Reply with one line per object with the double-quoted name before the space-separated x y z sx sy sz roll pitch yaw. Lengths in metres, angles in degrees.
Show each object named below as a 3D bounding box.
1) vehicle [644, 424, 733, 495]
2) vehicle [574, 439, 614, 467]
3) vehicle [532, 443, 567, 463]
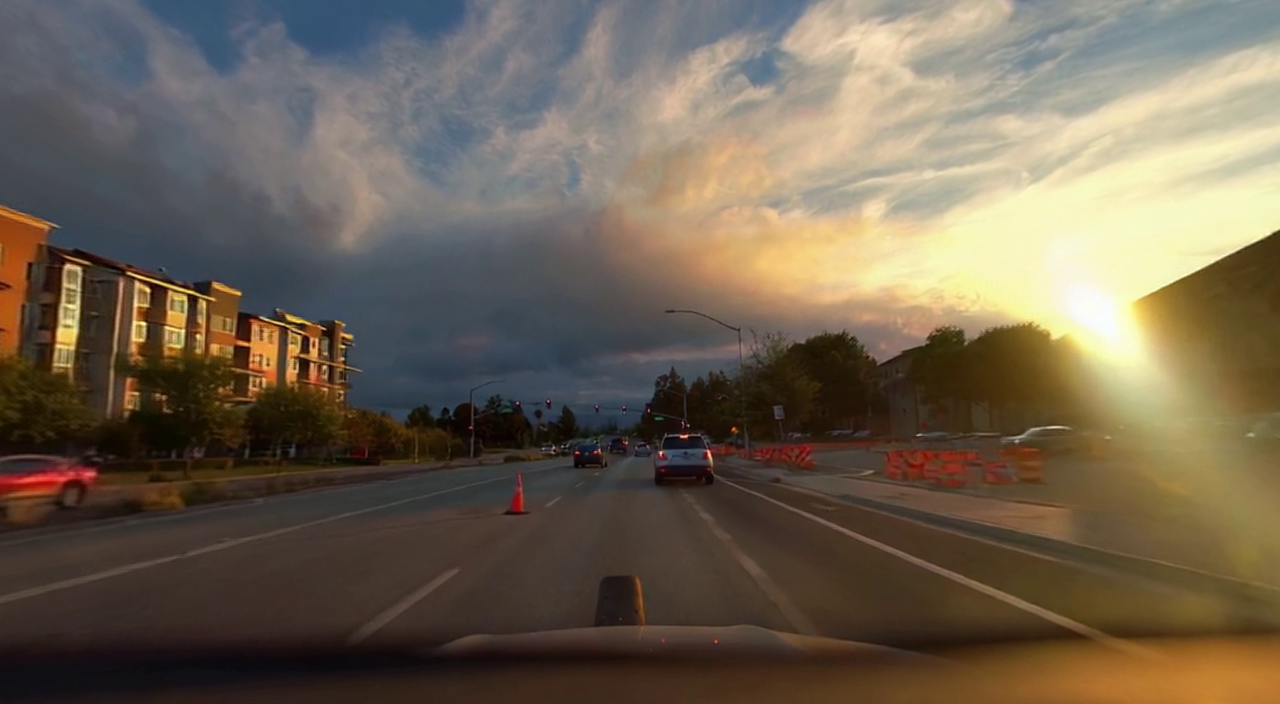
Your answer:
"vehicle" 1.273 3.105 18.602 2.197 1.835 4.316 0 -8 -1
"vehicle" -2.855 6.328 39.739 2.121 1.654 3.993 0 -8 1
"vehicle" -6.906 7.738 48.584 1.928 1.488 4.635 0 -8 2
